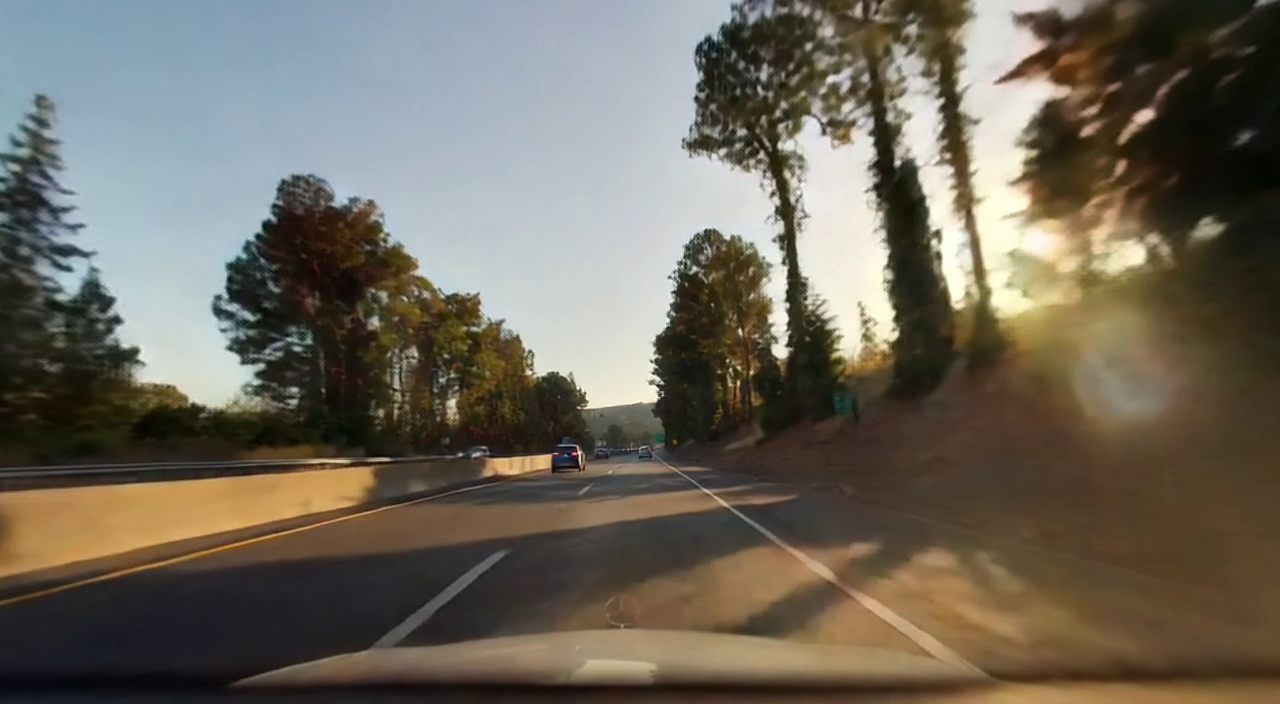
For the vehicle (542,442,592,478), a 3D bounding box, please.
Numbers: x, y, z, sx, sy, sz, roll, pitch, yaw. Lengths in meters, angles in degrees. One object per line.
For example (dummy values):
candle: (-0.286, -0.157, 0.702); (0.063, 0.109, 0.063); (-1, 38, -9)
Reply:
vehicle: (-3.442, 5.196, 30.462); (1.846, 1.600, 4.108); (0, -9, 1)
